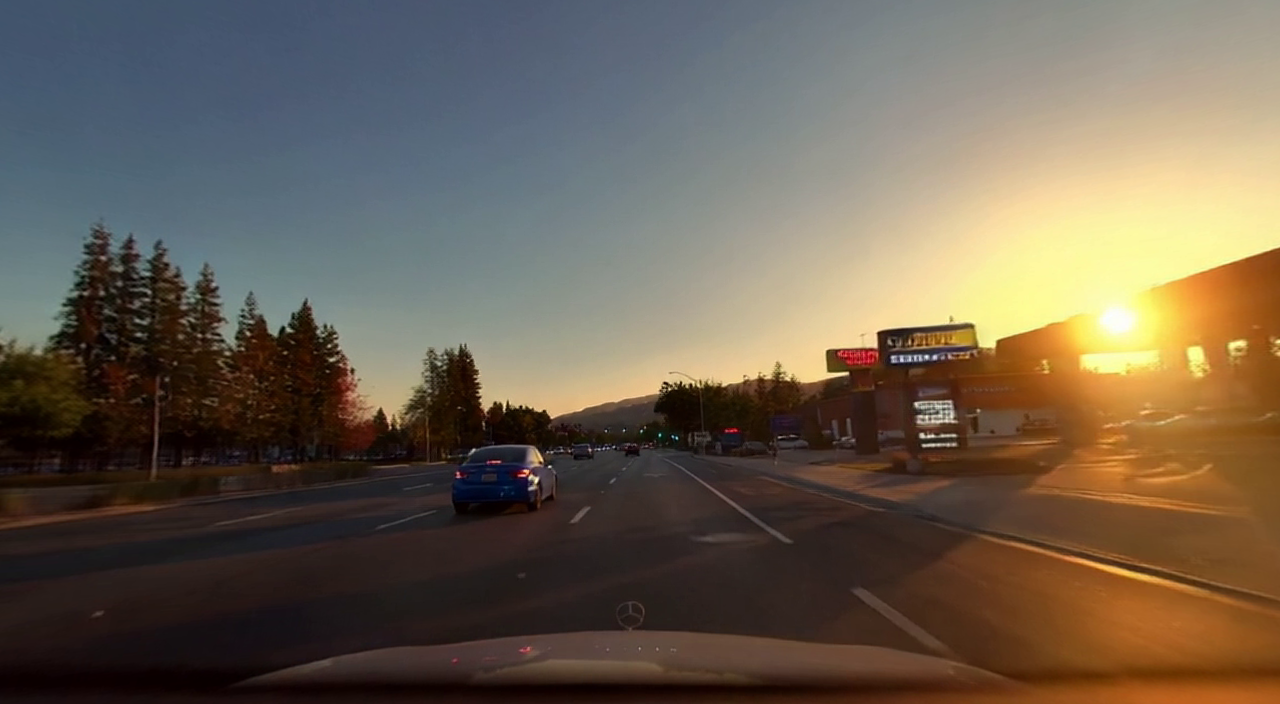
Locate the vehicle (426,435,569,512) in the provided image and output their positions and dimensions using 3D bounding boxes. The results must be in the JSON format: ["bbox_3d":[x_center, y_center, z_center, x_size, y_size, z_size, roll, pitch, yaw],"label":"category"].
[{"bbox_3d":[-3.031,2.698,14.487,2.152,1.479,4.394,0,-9,1],"label":"vehicle"}]
